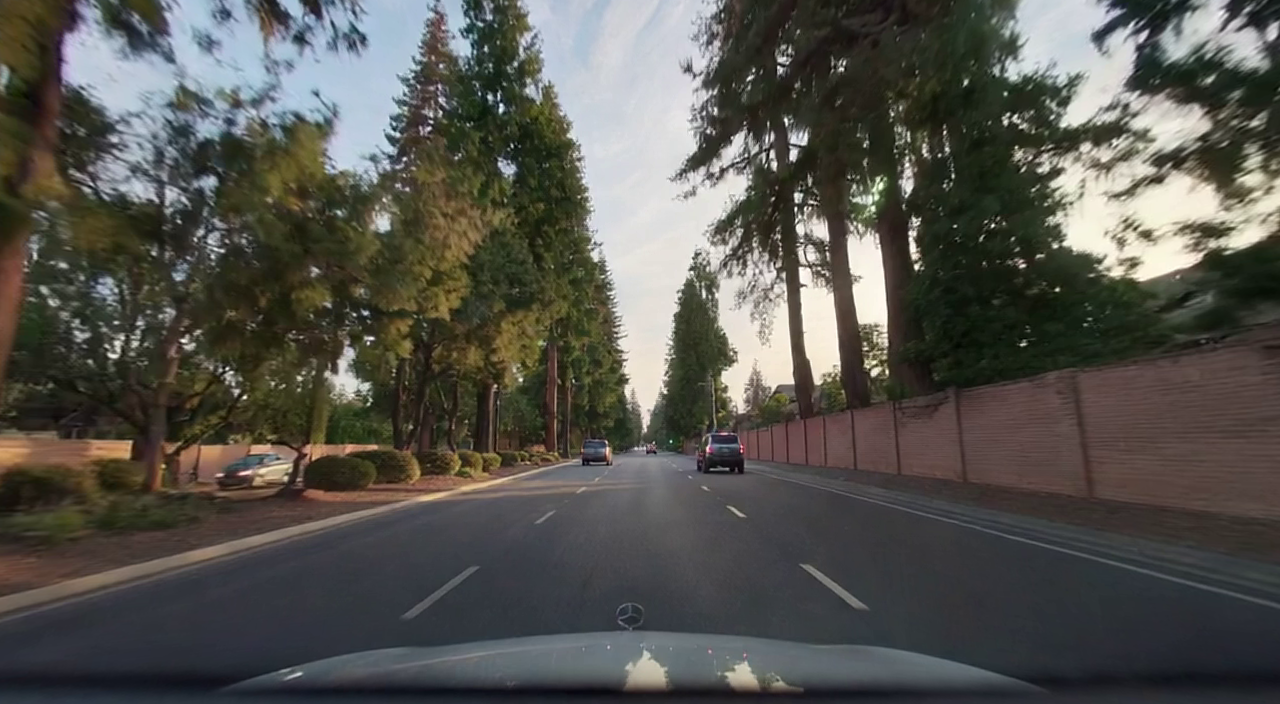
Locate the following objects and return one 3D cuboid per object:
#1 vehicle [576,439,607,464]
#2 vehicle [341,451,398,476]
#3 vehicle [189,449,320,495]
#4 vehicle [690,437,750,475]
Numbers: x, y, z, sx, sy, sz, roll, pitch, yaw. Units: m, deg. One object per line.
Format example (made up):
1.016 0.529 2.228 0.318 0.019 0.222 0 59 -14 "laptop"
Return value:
-3.614 7.466 47.385 2.002 1.747 4.728 0 -8 -1 "vehicle"
-17.028 7.004 39.805 1.855 1.494 3.825 0 -8 1 "vehicle"
-13.915 4.329 23.135 1.838 1.477 4.622 0 -8 0 "vehicle"
3.823 5.106 31.175 2.321 1.695 5.037 0 -8 0 "vehicle"
